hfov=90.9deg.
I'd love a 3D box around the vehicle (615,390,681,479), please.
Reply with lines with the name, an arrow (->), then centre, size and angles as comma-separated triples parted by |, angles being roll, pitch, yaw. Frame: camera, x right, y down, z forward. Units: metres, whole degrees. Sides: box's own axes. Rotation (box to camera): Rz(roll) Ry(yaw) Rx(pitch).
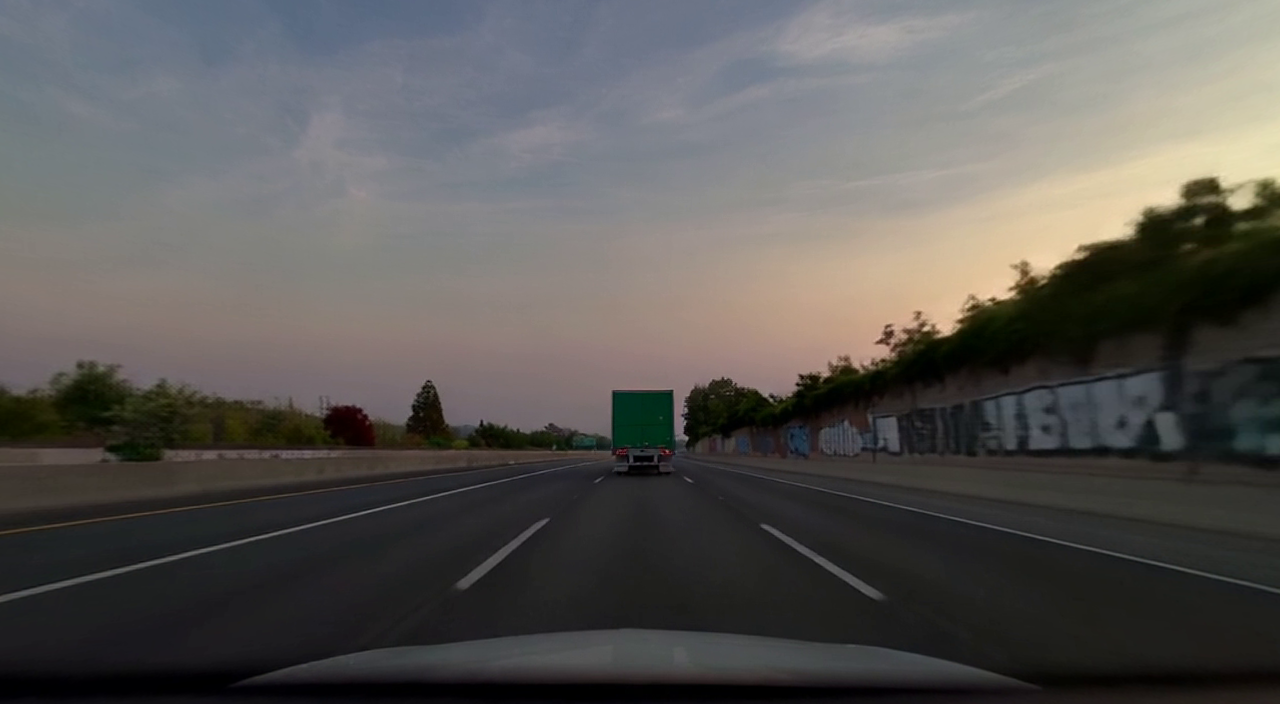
vehicle -> 0.250, 4.447, 33.266 | 2.900, 3.955, 10.151 | 0, -9, -1
